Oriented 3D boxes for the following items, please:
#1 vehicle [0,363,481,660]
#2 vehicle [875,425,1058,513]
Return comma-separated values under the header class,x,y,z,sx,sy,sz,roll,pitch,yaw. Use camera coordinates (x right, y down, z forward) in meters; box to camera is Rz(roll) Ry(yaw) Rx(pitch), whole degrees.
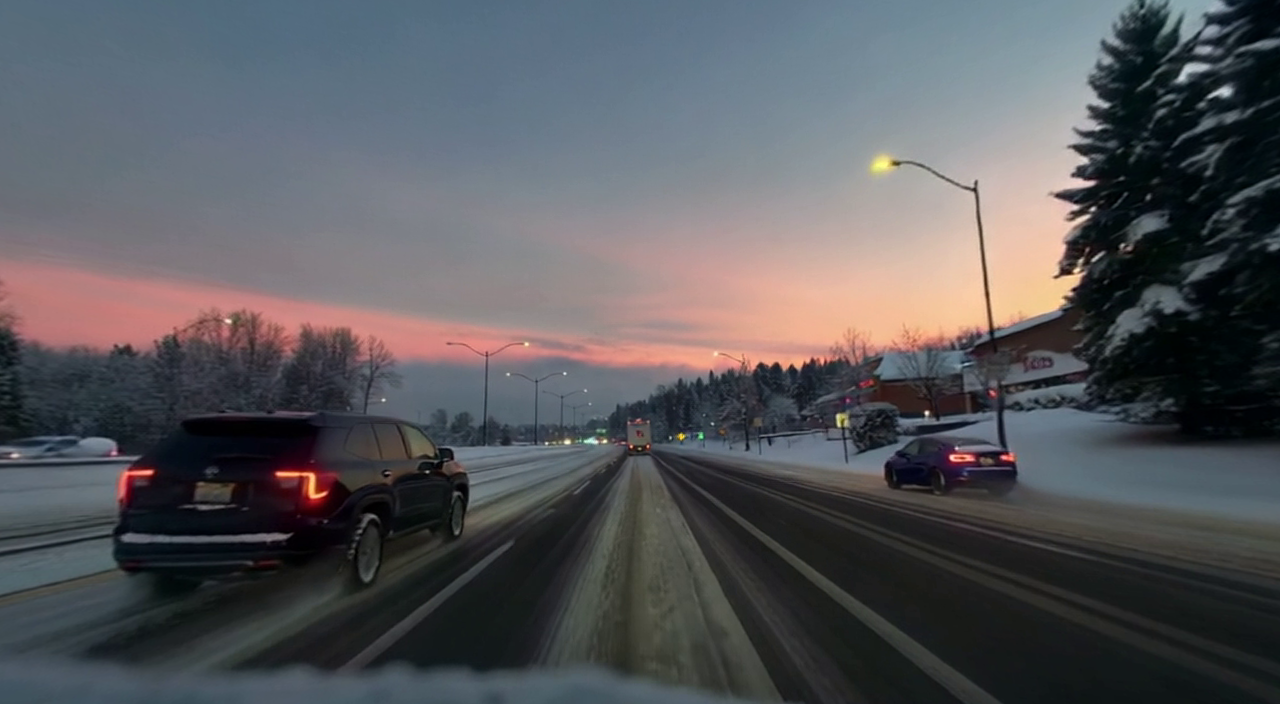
class,x,y,z,sx,sy,sz,roll,pitch,yaw
vehicle,-3.351,1.339,6.404,2.178,1.826,4.933,0,-8,0
vehicle,7.093,2.573,14.238,1.958,1.681,4.109,0,-8,1
